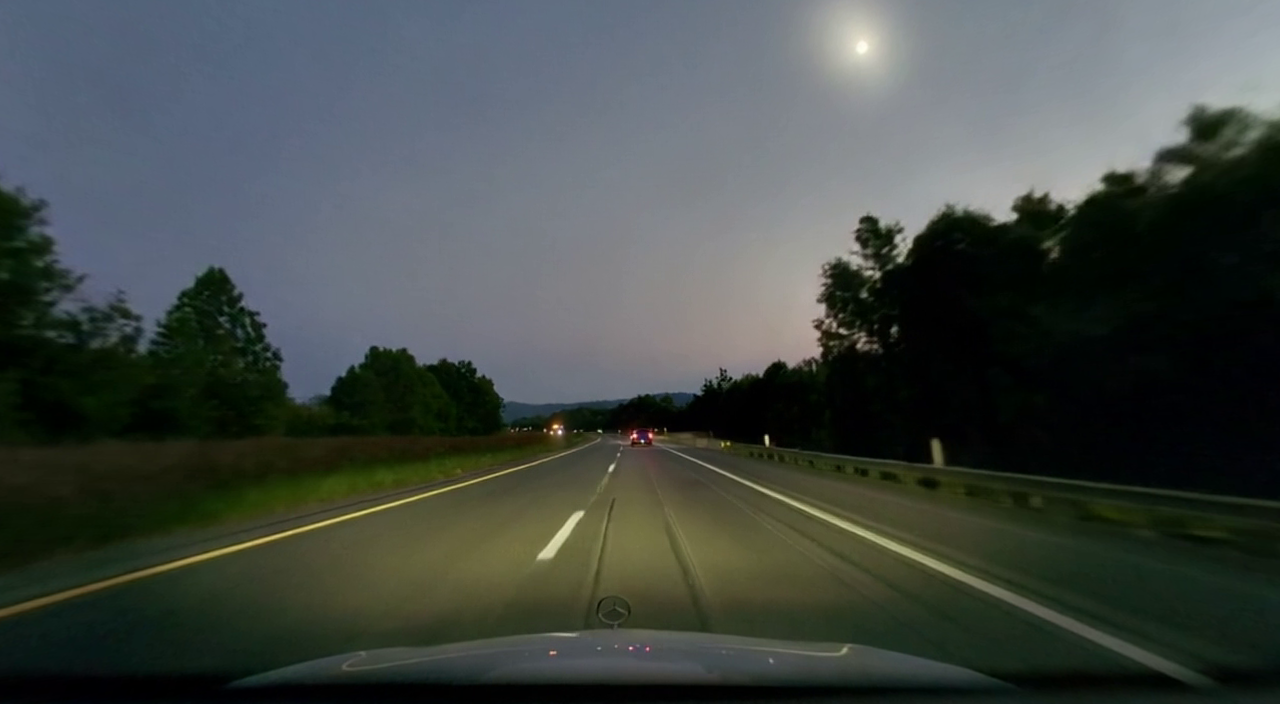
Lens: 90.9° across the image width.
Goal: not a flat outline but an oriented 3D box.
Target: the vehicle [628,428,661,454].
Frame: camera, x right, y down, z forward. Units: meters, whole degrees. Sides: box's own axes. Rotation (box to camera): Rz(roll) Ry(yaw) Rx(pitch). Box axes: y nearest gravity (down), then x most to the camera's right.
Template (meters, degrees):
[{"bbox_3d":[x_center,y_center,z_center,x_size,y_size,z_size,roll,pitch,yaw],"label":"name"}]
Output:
[{"bbox_3d":[0.257,6.549,46.669,2.240,1.801,4.545,0,-8,-2],"label":"vehicle"}]
